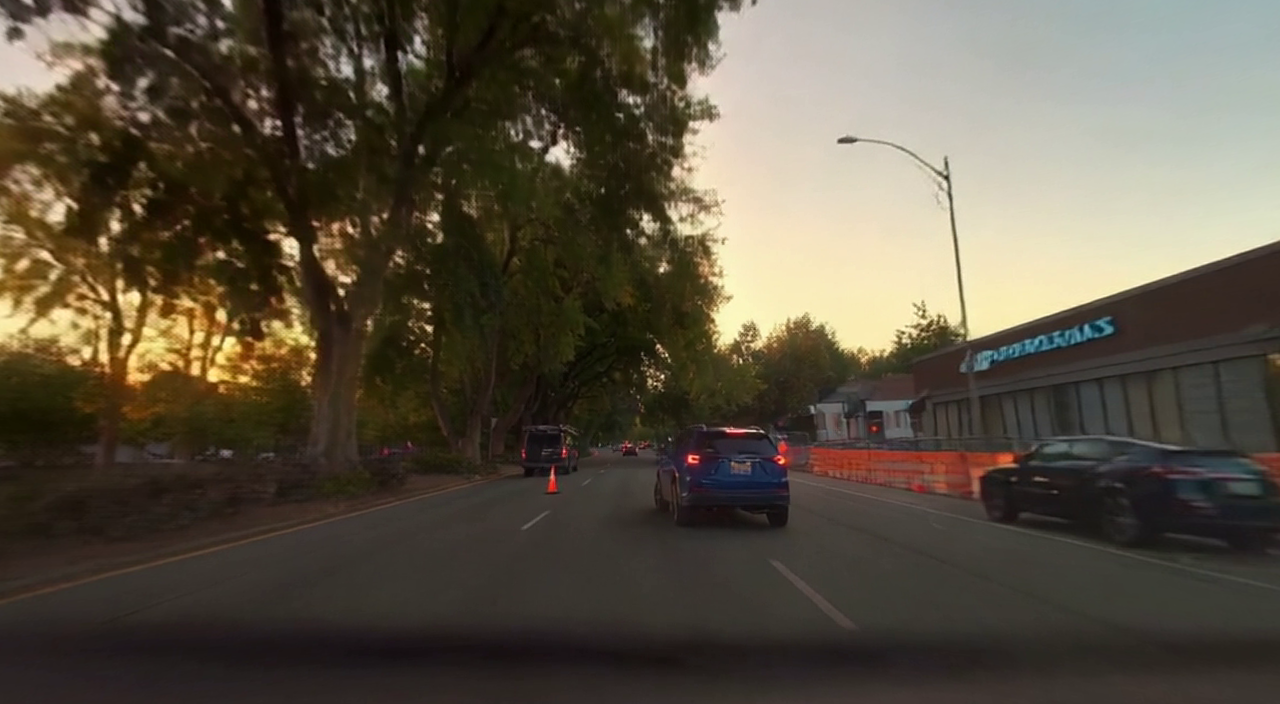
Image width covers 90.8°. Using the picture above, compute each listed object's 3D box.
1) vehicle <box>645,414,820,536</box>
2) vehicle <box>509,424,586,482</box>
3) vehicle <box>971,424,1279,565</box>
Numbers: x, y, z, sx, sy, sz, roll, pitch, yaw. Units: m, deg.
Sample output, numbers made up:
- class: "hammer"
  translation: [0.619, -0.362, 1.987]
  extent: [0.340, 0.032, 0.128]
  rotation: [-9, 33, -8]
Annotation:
- class: "vehicle"
  translation: [1.357, 2.075, 11.259]
  extent: [2.168, 1.725, 4.192]
  rotation: [0, -8, -5]
- class: "vehicle"
  translation: [-3.576, 4.070, 25.611]
  extent: [2.357, 2.063, 5.488]
  rotation: [0, -8, -1]
- class: "vehicle"
  translation: [6.836, 1.837, 8.932]
  extent: [1.853, 1.483, 4.313]
  rotation: [0, -8, -1]
